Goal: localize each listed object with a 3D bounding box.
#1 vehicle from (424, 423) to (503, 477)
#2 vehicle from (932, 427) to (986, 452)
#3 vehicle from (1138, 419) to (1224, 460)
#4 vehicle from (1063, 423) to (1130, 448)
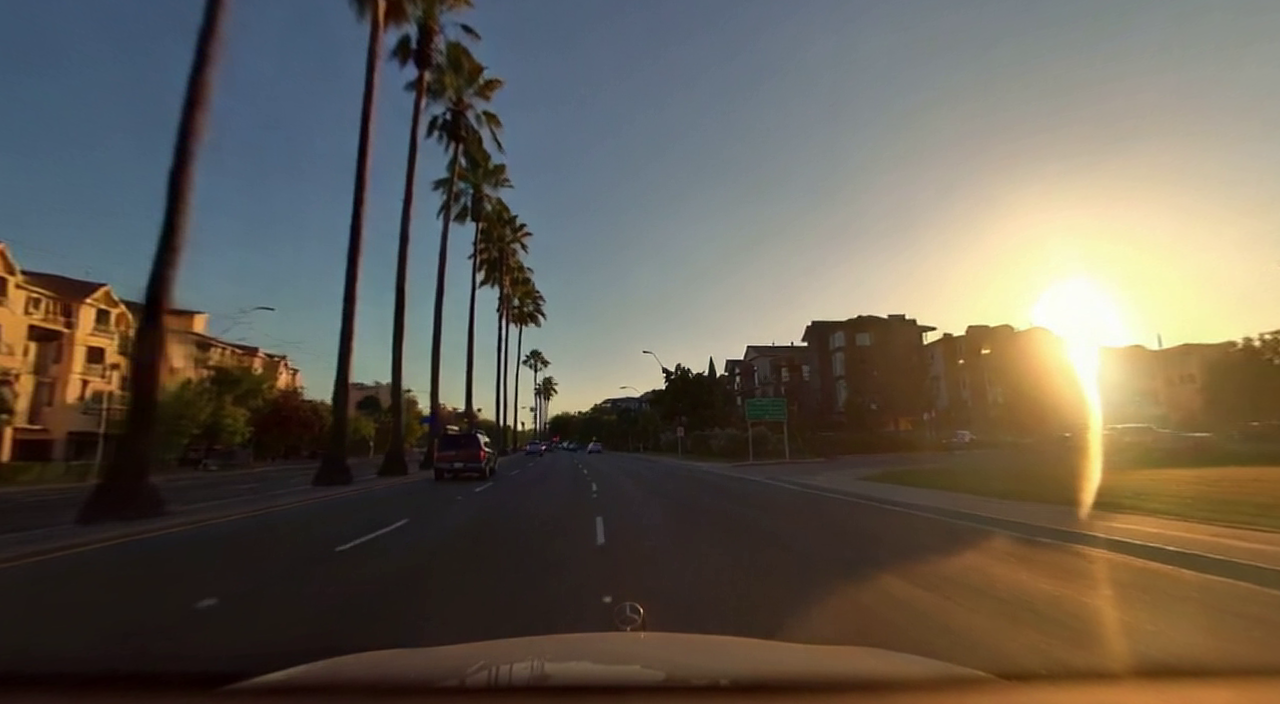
[{"bbox_3d":[-7.876,4.475,28.725,2.507,2.161,6.049,1,-9,-7],"label":"vehicle"},{"bbox_3d":[23.972,6.604,47.052,4.646,1.768,1.990,8,-12,-42],"label":"vehicle"},{"bbox_3d":[25.499,4.164,29.529,4.520,1.746,2.295,8,-12,-41],"label":"vehicle"},{"bbox_3d":[35.158,6.429,48.239,6.133,1.800,2.631,7,-11,-40],"label":"vehicle"}]
